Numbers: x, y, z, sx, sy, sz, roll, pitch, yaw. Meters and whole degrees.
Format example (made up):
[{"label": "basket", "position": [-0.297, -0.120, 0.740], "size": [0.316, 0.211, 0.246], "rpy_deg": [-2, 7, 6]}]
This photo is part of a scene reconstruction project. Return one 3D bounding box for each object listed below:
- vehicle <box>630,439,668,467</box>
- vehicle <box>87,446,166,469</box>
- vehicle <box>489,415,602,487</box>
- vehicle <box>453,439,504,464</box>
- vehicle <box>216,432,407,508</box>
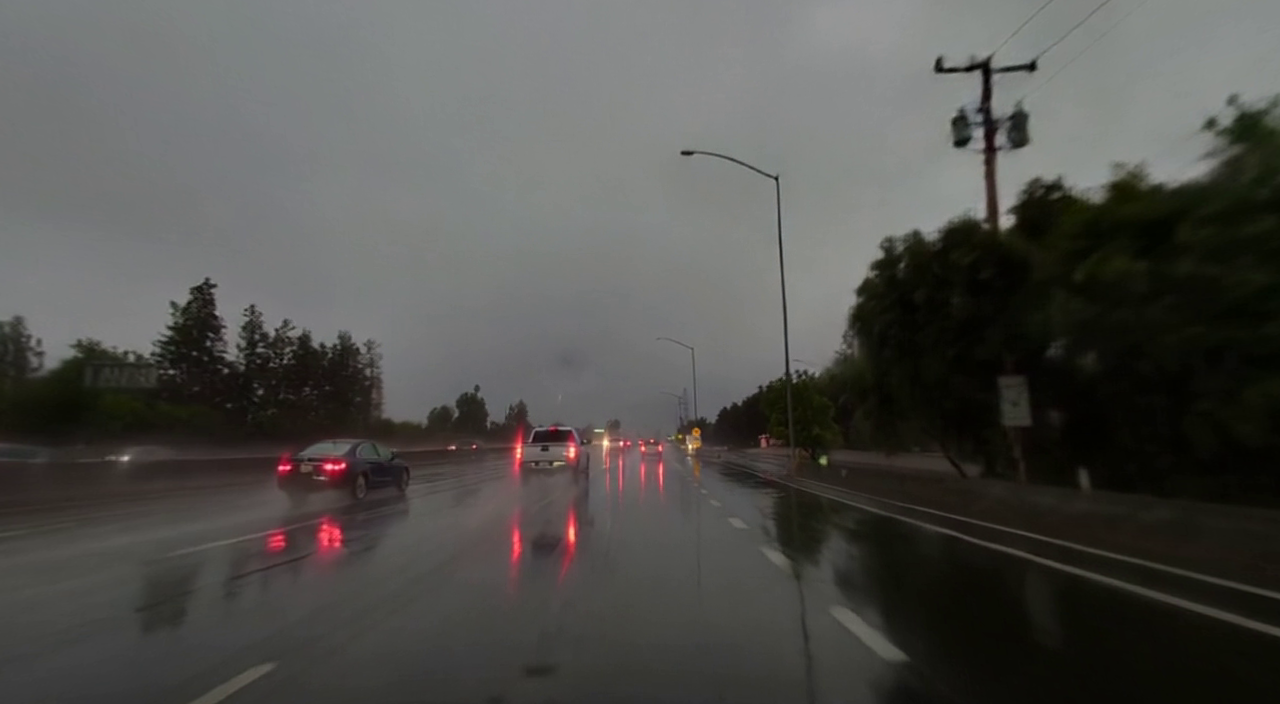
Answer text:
[{"label": "vehicle", "position": [0.506, 5.624, 35.275], "size": [2.013, 1.444, 4.447], "rpy_deg": [0, -8, 1]}, {"label": "vehicle", "position": [-35.726, 7.307, 43.815], "size": [1.845, 1.466, 4.385], "rpy_deg": [0, -8, -1]}, {"label": "vehicle", "position": [-2.969, 3.389, 21.691], "size": [2.815, 2.092, 6.526], "rpy_deg": [0, -8, 1]}, {"label": "vehicle", "position": [-10.275, 6.349, 40.273], "size": [1.915, 1.472, 4.502], "rpy_deg": [0, -8, 2]}, {"label": "vehicle", "position": [-7.287, 2.641, 14.583], "size": [1.964, 1.481, 4.425], "rpy_deg": [0, -8, 1]}]
